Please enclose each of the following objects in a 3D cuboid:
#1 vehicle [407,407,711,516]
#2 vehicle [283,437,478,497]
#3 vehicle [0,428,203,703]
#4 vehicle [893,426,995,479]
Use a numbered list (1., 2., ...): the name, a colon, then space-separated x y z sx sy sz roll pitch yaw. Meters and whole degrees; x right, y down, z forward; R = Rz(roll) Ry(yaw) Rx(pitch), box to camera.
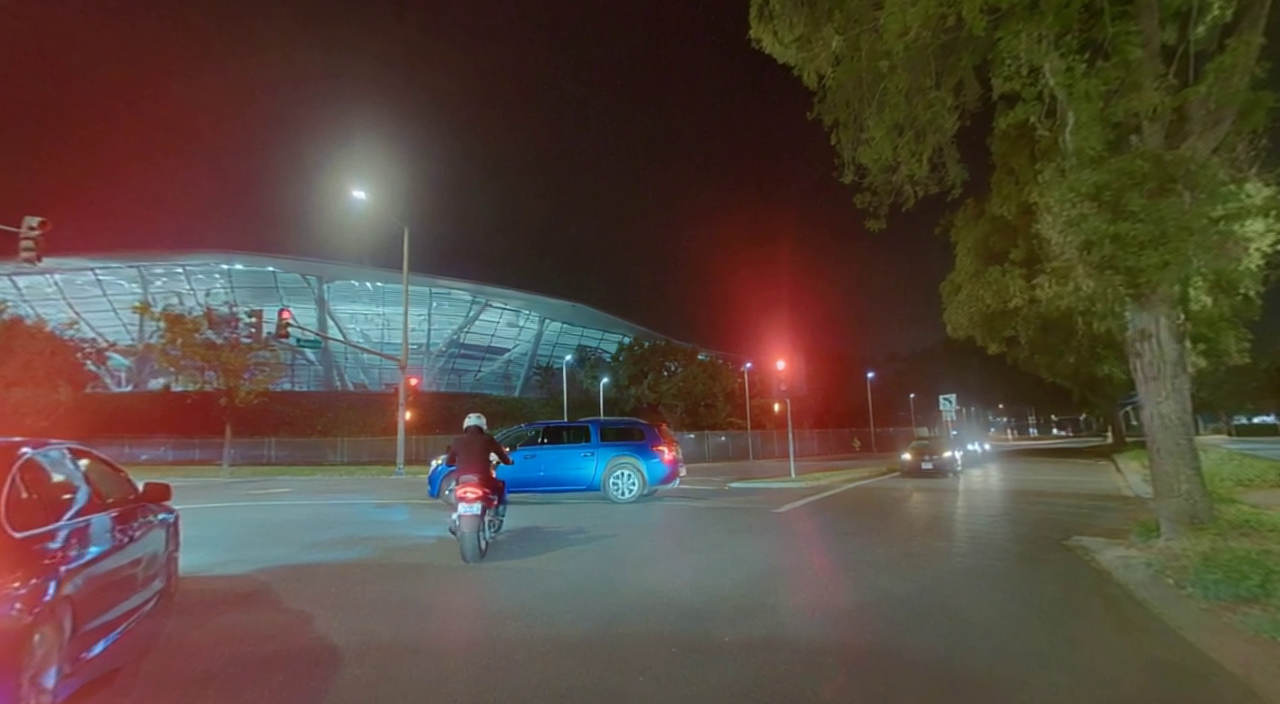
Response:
1. vehicle: -1.683 2.238 13.346 5.833 1.960 2.341 2 -9 -15
2. vehicle: -6.841 3.063 16.925 4.401 1.480 1.864 -1 -8 4
3. vehicle: -4.504 1.314 4.432 2.009 1.450 4.182 6 -10 -37
4. vehicle: 10.919 3.531 22.486 2.084 1.656 4.583 -7 -11 40
